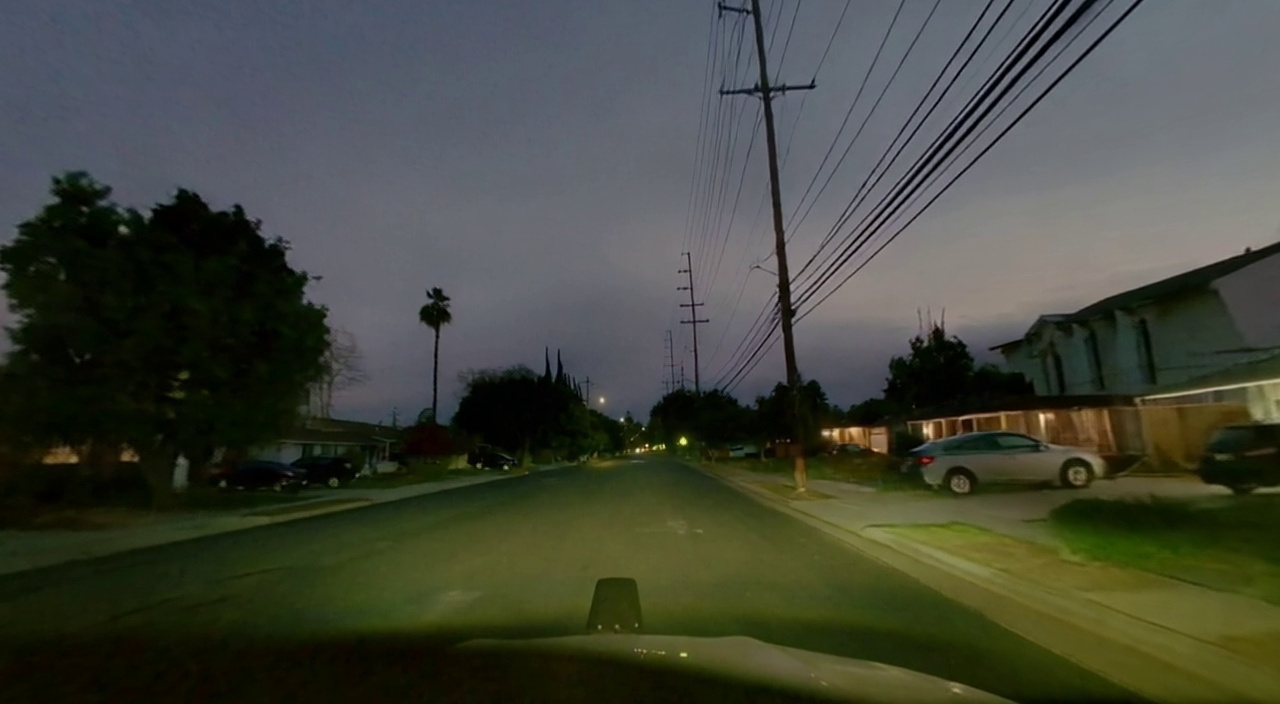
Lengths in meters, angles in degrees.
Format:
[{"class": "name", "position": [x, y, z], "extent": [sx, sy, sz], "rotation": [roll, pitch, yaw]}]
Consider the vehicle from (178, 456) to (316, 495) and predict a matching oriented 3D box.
[{"class": "vehicle", "position": [-16.586, 5.212, 26.854], "extent": [4.519, 1.508, 2.018], "rotation": [0, -9, 2]}]

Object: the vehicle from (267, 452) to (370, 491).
[{"class": "vehicle", "position": [-15.436, 5.730, 30.398], "extent": [4.265, 1.583, 1.913], "rotation": [-5, -9, 17]}]

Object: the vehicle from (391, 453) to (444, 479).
[{"class": "vehicle", "position": [-15.109, 7.755, 43.119], "extent": [1.816, 1.614, 4.866], "rotation": [0, -9, 0]}]

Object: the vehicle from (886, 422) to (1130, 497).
[{"class": "vehicle", "position": [9.266, 2.748, 16.296], "extent": [4.952, 1.775, 2.089], "rotation": [0, -9, -1]}]

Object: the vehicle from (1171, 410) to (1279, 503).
[{"class": "vehicle", "position": [12.987, 1.953, 11.902], "extent": [4.122, 1.610, 1.888], "rotation": [0, -9, 2]}]
